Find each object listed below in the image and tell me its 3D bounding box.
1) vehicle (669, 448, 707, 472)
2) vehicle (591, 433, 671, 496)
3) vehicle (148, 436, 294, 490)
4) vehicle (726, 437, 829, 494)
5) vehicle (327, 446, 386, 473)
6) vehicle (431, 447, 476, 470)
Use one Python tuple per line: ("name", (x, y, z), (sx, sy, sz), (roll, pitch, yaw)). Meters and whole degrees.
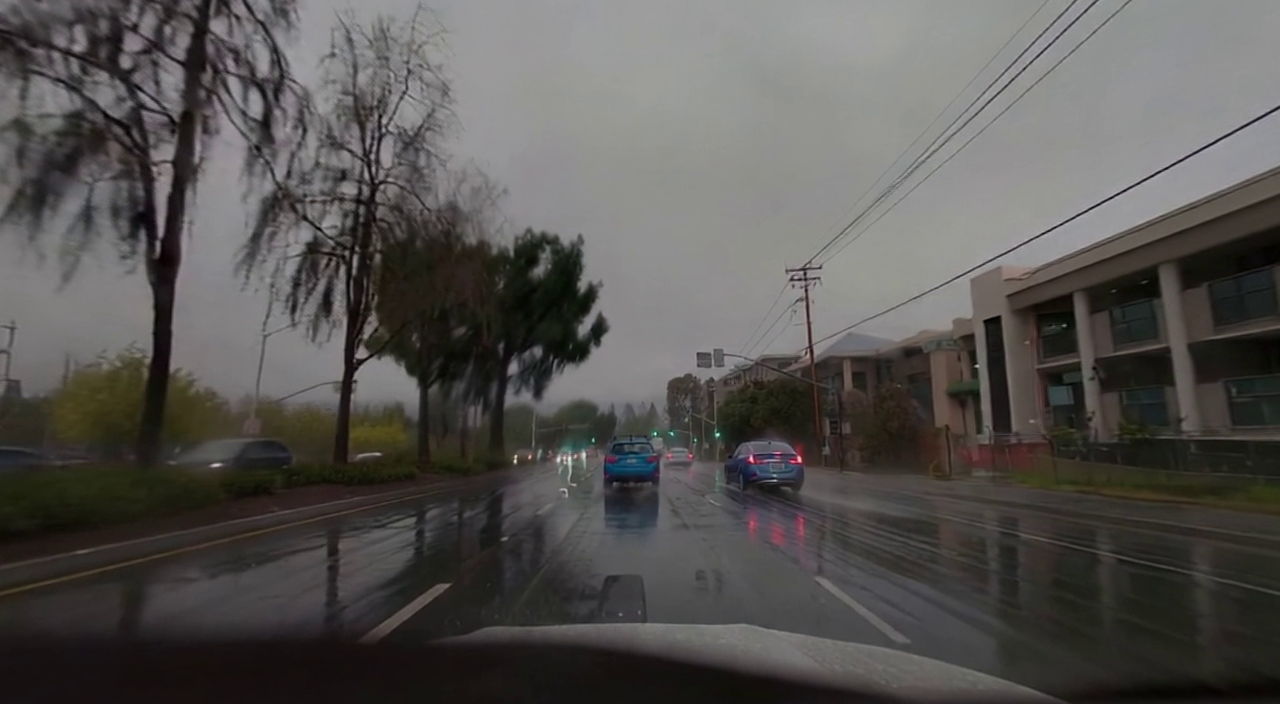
("vehicle", (3.077, 7.002, 41.289), (2.054, 1.461, 4.321), (0, -8, -1))
("vehicle", (-0.280, 3.208, 18.415), (2.073, 1.606, 3.933), (0, -8, -1))
("vehicle", (-14.330, 3.809, 21.993), (2.064, 1.676, 4.332), (0, -9, 0))
("vehicle", (4.050, 3.422, 19.480), (2.086, 1.534, 4.351), (0, -8, -2))
("vehicle", (-18.709, 7.089, 41.935), (2.006, 1.690, 4.548), (0, -9, -3))
("vehicle", (-14.237, 8.115, 48.464), (2.019, 1.696, 4.583), (0, -9, 0))
